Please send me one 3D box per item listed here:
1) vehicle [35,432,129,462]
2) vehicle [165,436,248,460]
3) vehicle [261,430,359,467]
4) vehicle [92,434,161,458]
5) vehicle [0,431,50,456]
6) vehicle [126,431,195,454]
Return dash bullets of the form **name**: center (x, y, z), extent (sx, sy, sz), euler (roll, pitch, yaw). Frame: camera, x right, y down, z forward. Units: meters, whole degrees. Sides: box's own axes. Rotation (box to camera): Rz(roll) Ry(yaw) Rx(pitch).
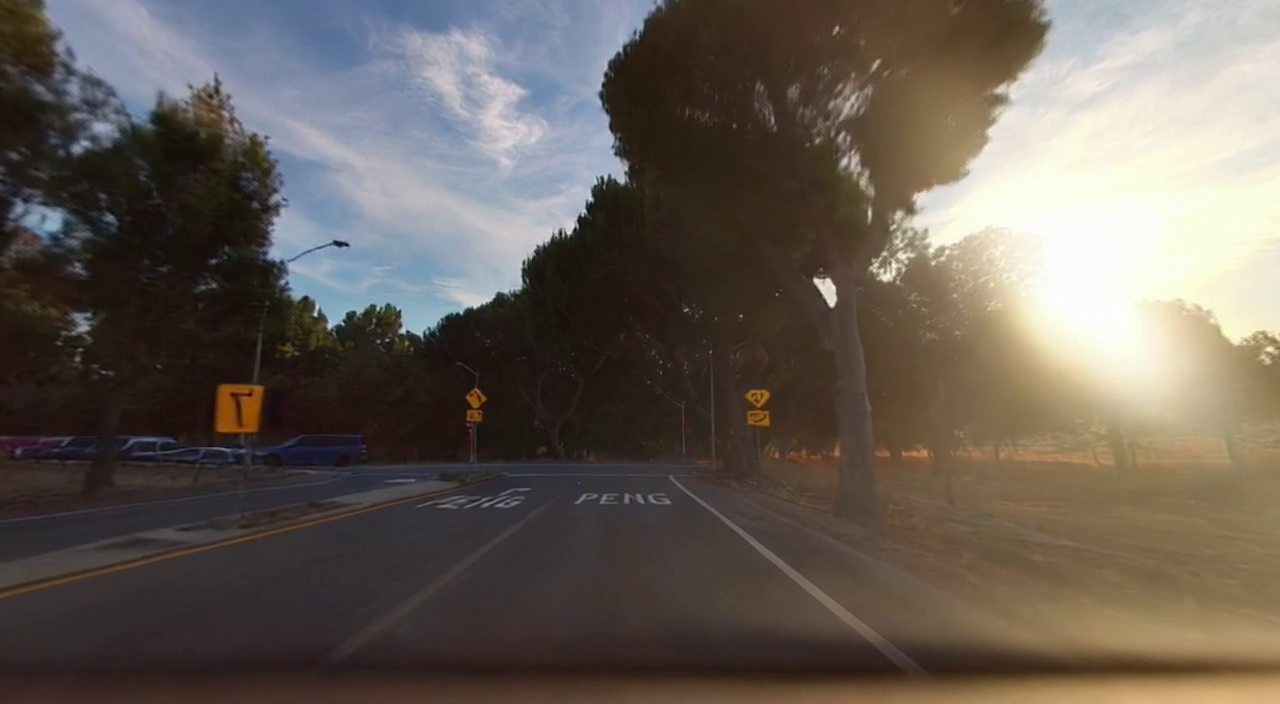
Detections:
- **vehicle**: center (-36.422, 6.200, 41.272), extent (1.951, 1.843, 4.498), euler (0, -8, 0)
- **vehicle**: center (-28.335, 6.312, 41.320), extent (1.823, 1.463, 4.771), euler (0, -8, 4)
- **vehicle**: center (-18.381, 5.406, 35.332), extent (4.529, 1.976, 2.002), euler (3, -9, -19)
- **vehicle**: center (-33.814, 6.224, 41.534), extent (1.601, 1.494, 3.449), euler (0, -8, 0)
- **vehicle**: center (-41.344, 6.028, 41.418), extent (1.705, 1.596, 3.596), euler (0, -8, -5)
- **vehicle**: center (-31.269, 5.927, 41.147), extent (1.561, 1.438, 3.699), euler (0, -8, 1)
